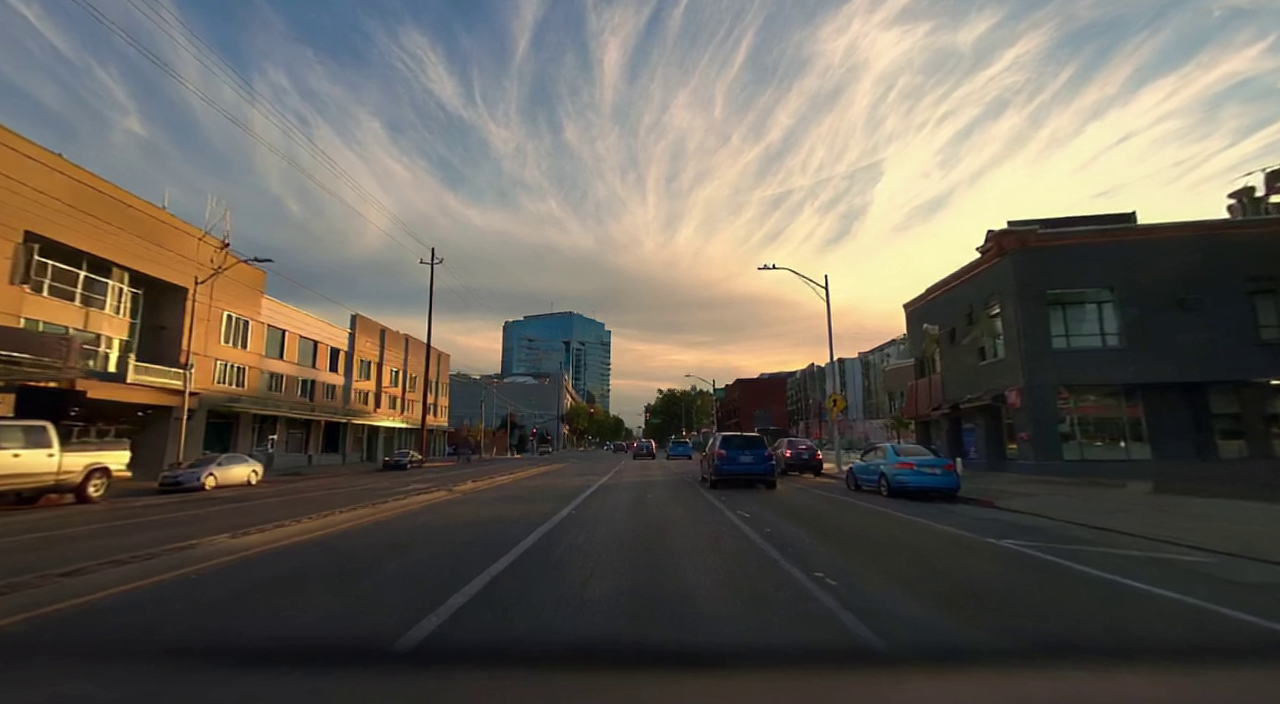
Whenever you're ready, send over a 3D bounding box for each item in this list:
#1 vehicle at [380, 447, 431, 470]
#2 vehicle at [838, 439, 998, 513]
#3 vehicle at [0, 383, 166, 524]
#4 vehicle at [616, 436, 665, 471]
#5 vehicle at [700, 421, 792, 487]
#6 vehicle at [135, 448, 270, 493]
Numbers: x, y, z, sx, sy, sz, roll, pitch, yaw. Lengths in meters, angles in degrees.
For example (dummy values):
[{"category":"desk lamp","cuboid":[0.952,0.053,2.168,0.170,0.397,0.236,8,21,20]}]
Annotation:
[{"category":"vehicle","cuboid":[-17.267,7.812,46.639,1.924,1.558,4.620,-1,-8,1]},{"category":"vehicle","cuboid":[6.824,3.067,16.156,2.107,1.589,4.477,1,-8,1]},{"category":"vehicle","cuboid":[-17.314,2.748,17.157,2.826,3.464,7.453,-1,-8,1]},{"category":"vehicle","cuboid":[0.048,4.918,30.665,2.245,1.587,4.094,0,-8,1]},{"category":"vehicle","cuboid":[3.377,3.380,21.142,2.159,1.938,4.836,0,-8,-1]},{"category":"vehicle","cuboid":[-17.370,4.686,25.412,1.946,1.471,4.912,-1,-8,0]}]
